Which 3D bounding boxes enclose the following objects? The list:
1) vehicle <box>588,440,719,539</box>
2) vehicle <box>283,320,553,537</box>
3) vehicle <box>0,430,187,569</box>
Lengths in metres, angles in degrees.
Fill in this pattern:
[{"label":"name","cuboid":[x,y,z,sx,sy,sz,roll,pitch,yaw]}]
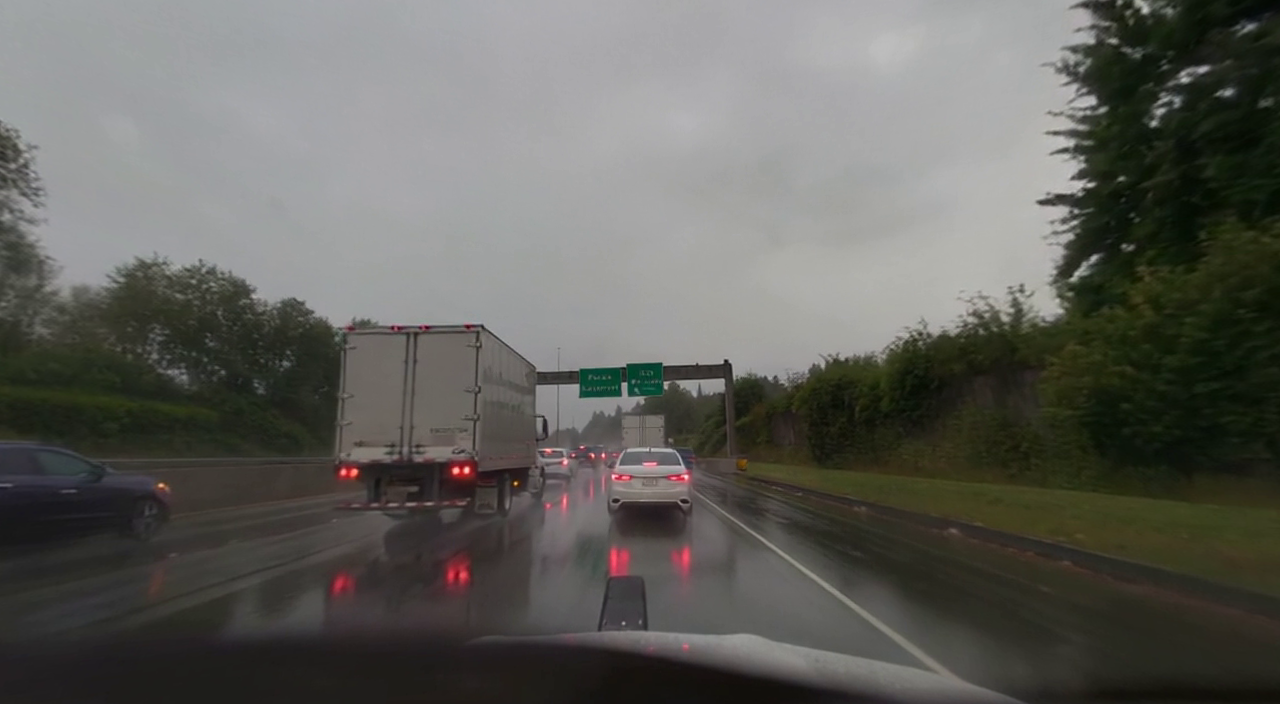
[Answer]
[{"label":"vehicle","cuboid":[0.206,2.375,11.389,1.995,1.495,3.380,0,-9,0]},{"label":"vehicle","cuboid":[-3.880,1.741,13.499,2.832,3.293,7.782,0,-9,1]},{"label":"vehicle","cuboid":[-7.865,1.683,7.348,1.824,1.489,4.422,0,-9,1]}]
